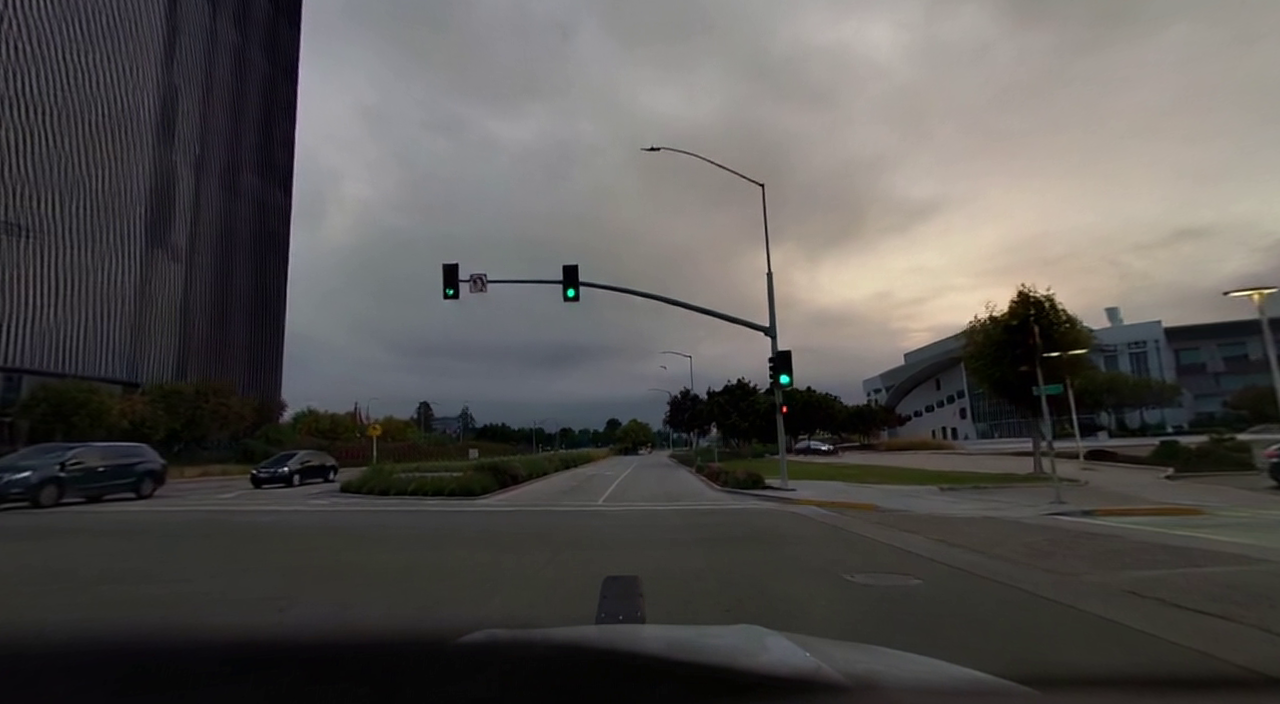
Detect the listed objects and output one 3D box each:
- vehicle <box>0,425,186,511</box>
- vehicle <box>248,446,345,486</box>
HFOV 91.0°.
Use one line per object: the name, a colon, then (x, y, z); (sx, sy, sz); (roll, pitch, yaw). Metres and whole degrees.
vehicle: (-14.976, 2.972, 16.654); (2.091, 1.915, 5.040); (0, -9, 1)
vehicle: (-15.089, 4.982, 27.936); (1.932, 1.605, 4.146); (0, -9, 0)
